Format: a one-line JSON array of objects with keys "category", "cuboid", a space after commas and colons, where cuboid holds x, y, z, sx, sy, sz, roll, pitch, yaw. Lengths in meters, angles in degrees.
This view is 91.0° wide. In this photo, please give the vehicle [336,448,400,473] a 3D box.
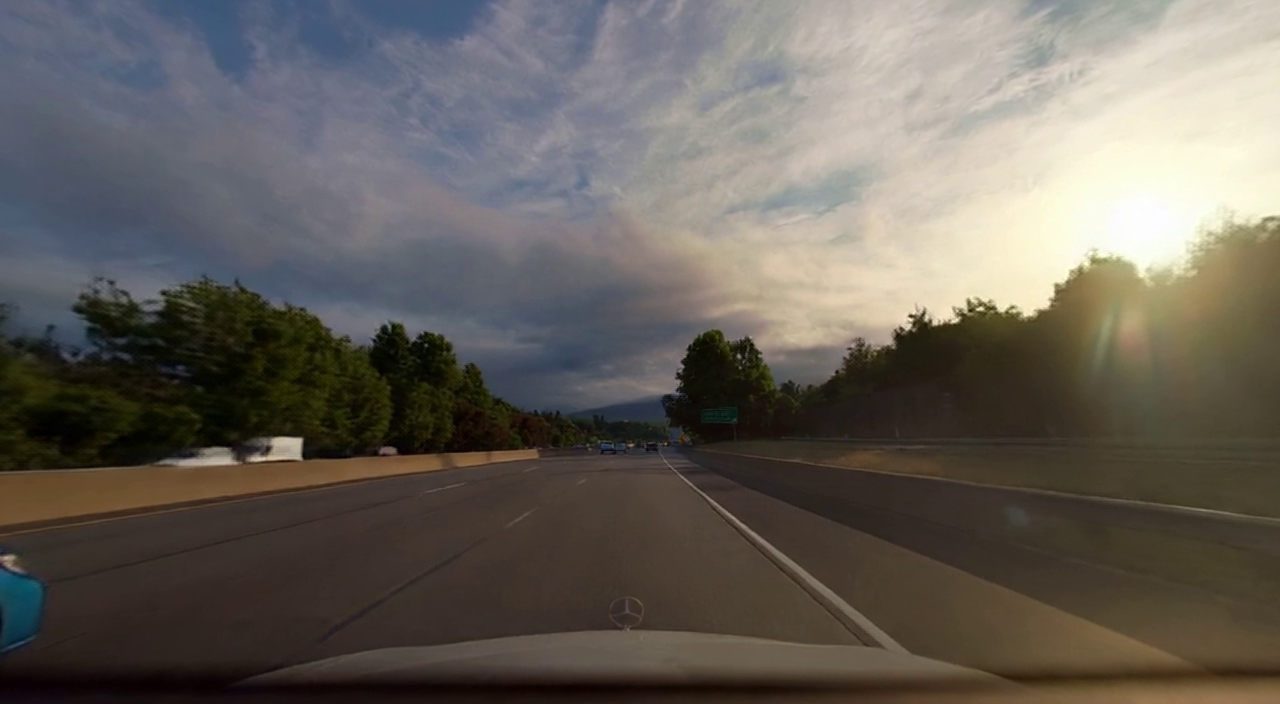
[{"category": "vehicle", "cuboid": [-16.343, 6.512, 38.016, 1.820, 1.389, 4.298, 0, -8, 2]}]

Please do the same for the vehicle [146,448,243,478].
[{"category": "vehicle", "cuboid": [-23.345, 5.795, 33.241, 1.797, 1.453, 4.452, 0, -8, 1]}]

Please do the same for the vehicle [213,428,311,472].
[{"category": "vehicle", "cuboid": [-23.236, 6.057, 39.049, 2.406, 2.510, 5.519, -1, -8, 3]}]
